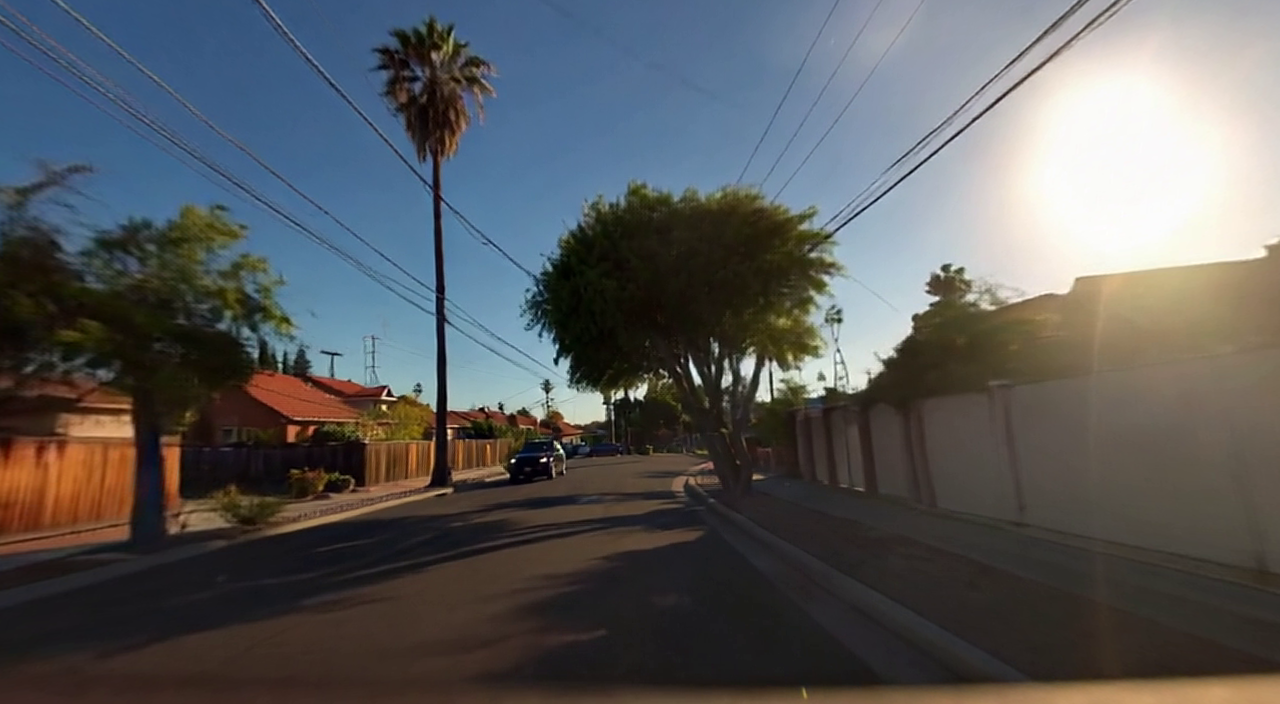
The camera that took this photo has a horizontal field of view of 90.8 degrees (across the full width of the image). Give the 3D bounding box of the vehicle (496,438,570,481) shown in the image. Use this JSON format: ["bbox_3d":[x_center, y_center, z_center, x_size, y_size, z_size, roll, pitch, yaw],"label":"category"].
[{"bbox_3d":[-4.762,4.867,28.909,2.208,1.758,4.529,-1,-8,6],"label":"vehicle"}]
